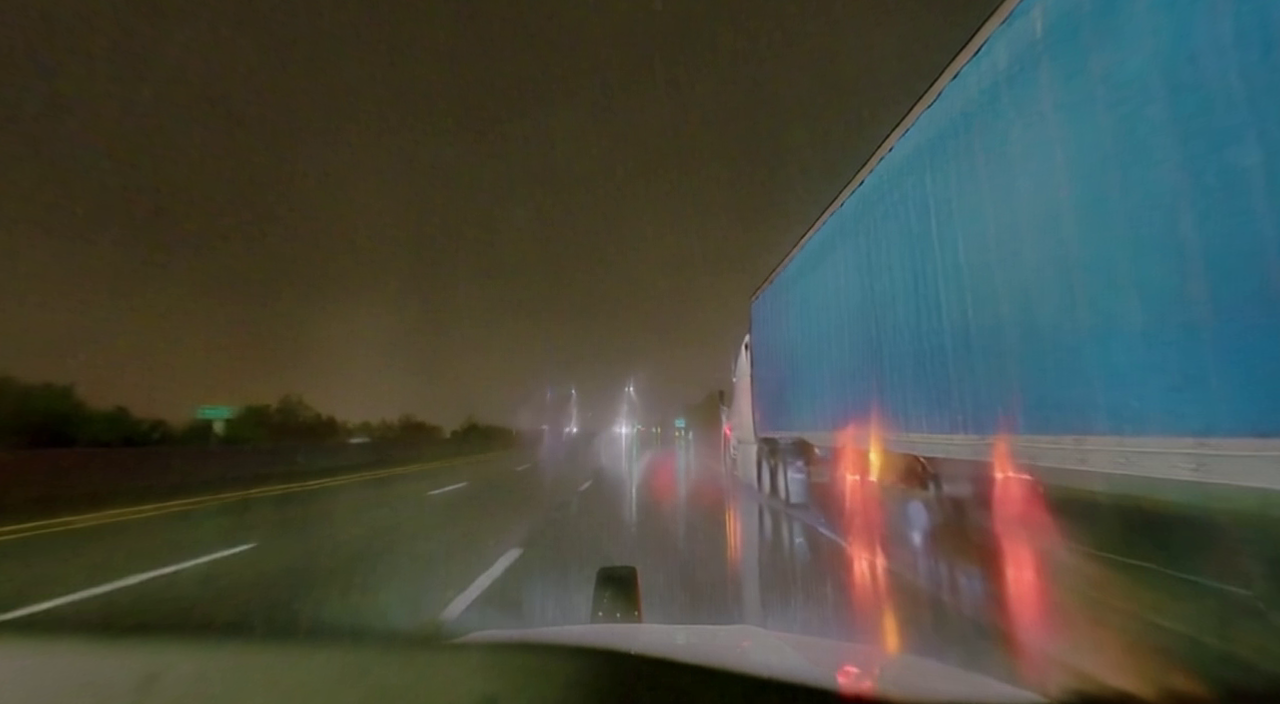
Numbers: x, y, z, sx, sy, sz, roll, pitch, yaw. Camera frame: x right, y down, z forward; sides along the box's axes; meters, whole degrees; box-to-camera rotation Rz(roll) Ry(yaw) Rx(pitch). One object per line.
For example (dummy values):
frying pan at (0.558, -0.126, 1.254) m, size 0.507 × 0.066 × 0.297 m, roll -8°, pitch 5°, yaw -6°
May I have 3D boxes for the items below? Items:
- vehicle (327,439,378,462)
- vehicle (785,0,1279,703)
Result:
vehicle at (-22.235, 7.615, 48.806) m, size 1.873 × 1.631 × 4.312 m, roll -1°, pitch -8°, yaw 0°
vehicle at (4.131, 0.000, 4.068) m, size 3.446 × 3.698 × 12.089 m, roll 0°, pitch -8°, yaw 0°
